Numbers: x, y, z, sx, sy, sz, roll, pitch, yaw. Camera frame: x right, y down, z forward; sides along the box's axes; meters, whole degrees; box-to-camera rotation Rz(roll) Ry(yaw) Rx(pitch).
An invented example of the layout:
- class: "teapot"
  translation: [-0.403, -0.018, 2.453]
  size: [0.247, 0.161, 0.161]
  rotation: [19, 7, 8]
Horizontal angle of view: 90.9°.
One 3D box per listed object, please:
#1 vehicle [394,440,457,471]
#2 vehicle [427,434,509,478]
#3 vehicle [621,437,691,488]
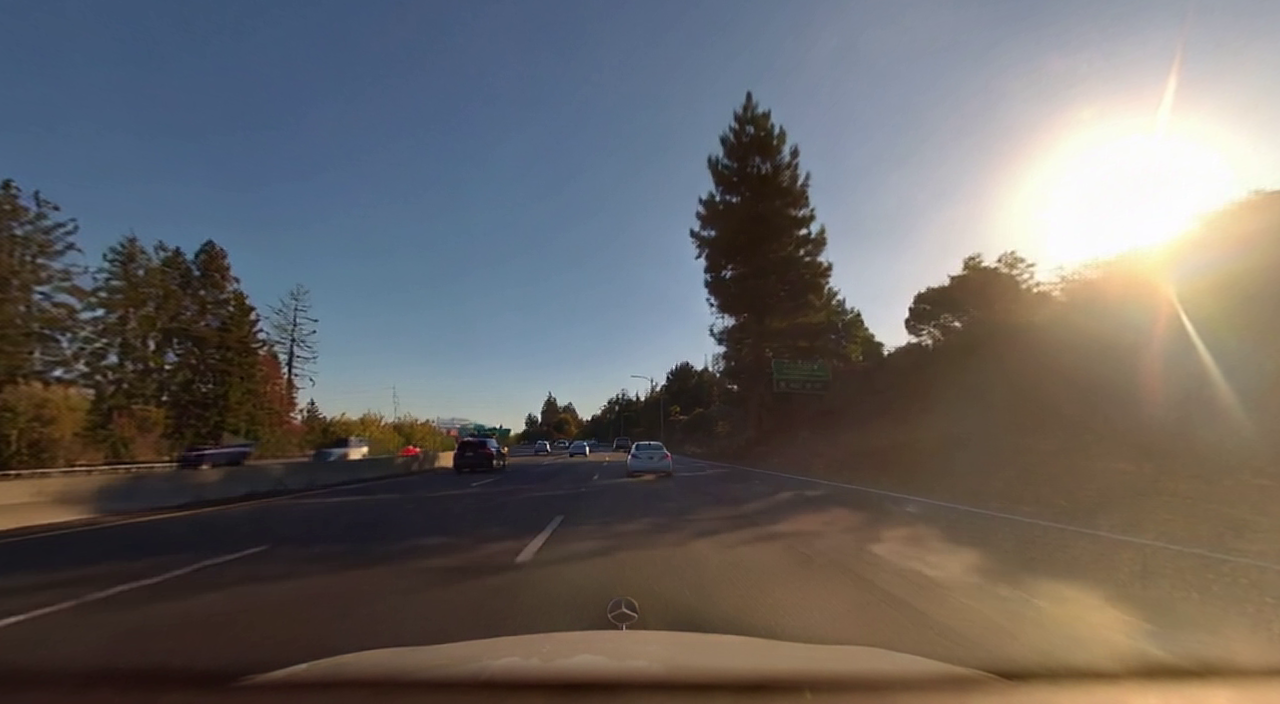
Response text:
- class: "vehicle"
  translation: [-11.417, 5.515, 33.896]
  size: [2.041, 1.534, 4.140]
  rotation: [0, -8, -2]
- class: "vehicle"
  translation: [-7.088, 4.332, 26.574]
  size: [2.221, 1.693, 4.631]
  rotation: [0, -8, -1]
- class: "vehicle"
  translation: [0.411, 3.516, 20.401]
  size: [2.051, 1.444, 3.927]
  rotation: [0, -8, -1]
